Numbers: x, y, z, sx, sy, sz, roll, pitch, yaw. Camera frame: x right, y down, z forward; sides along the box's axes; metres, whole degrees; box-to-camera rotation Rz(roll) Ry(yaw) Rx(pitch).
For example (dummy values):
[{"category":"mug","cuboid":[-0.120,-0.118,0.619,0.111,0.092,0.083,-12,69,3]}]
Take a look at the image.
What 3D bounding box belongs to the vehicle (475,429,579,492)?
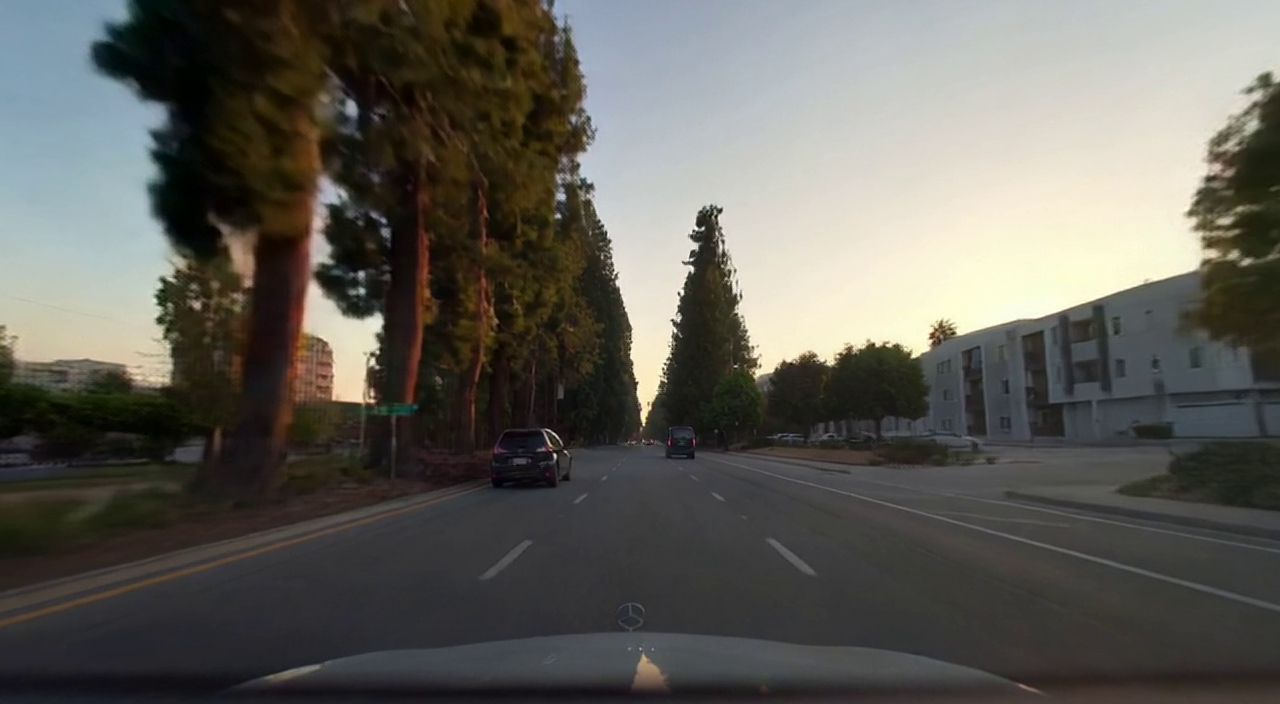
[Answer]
[{"category":"vehicle","cuboid":[-3.130,3.112,18.525,2.129,1.602,4.532,0,-8,1]}]
